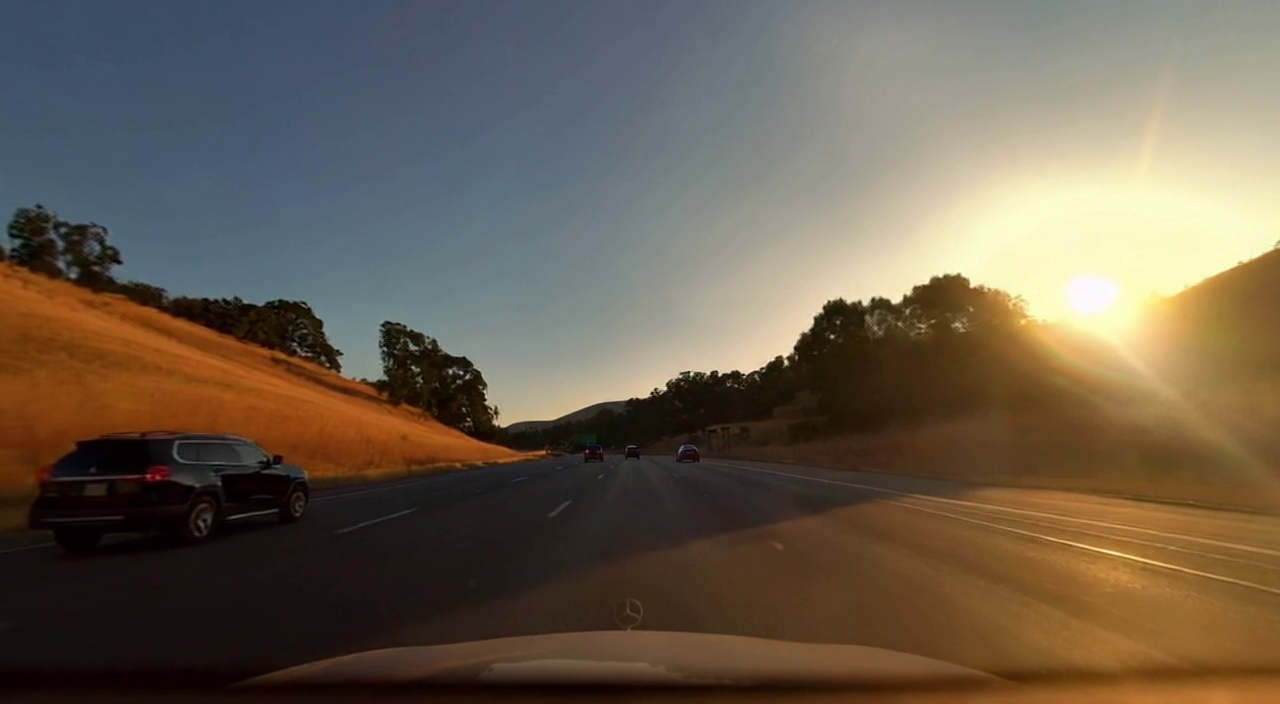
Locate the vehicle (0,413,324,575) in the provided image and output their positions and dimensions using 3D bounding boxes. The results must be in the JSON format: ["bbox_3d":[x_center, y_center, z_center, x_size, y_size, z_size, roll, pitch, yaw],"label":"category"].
[{"bbox_3d":[-7.191,1.923,9.487,2.285,1.759,4.968,0,-8,0],"label":"vehicle"}]

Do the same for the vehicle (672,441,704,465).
[{"bbox_3d":[3.668,7.814,48.987,1.995,1.712,4.206,0,-8,-2],"label":"vehicle"}]
